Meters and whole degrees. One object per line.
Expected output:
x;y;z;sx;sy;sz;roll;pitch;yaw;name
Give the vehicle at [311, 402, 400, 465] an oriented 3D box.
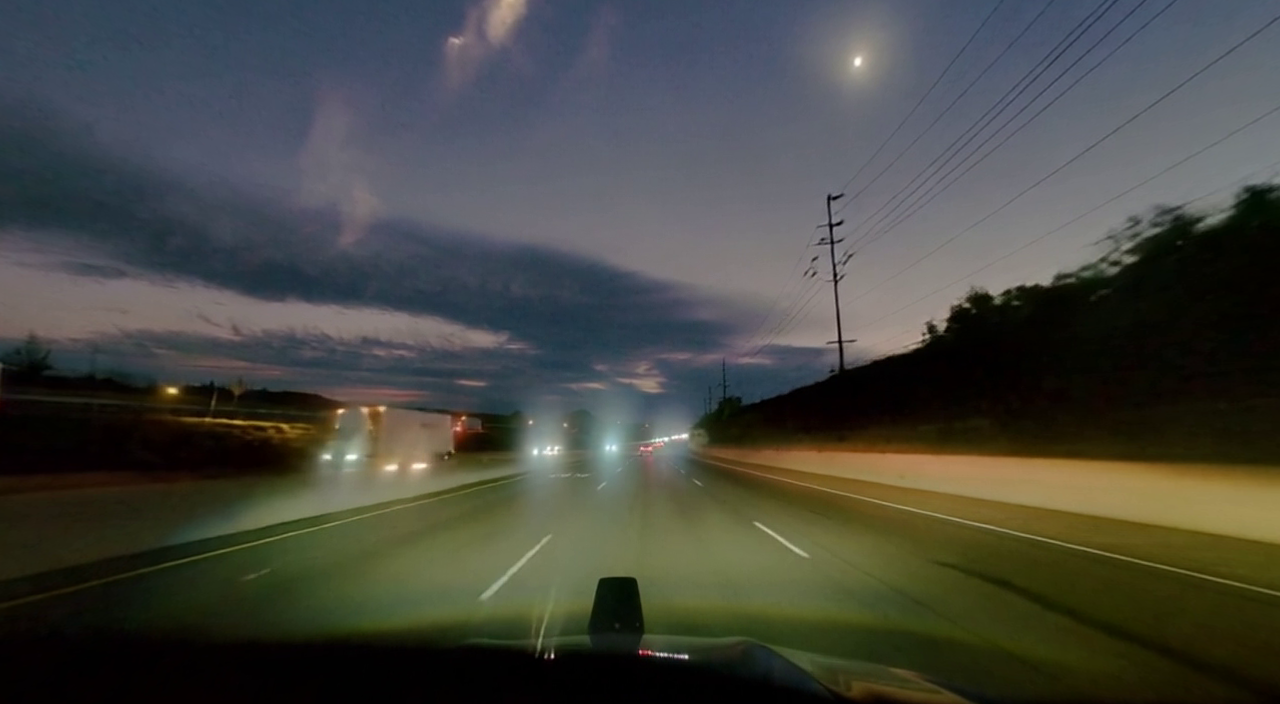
-18.958;5.559;42.496;3.013;3.943;5.919;0;-9;1;vehicle
